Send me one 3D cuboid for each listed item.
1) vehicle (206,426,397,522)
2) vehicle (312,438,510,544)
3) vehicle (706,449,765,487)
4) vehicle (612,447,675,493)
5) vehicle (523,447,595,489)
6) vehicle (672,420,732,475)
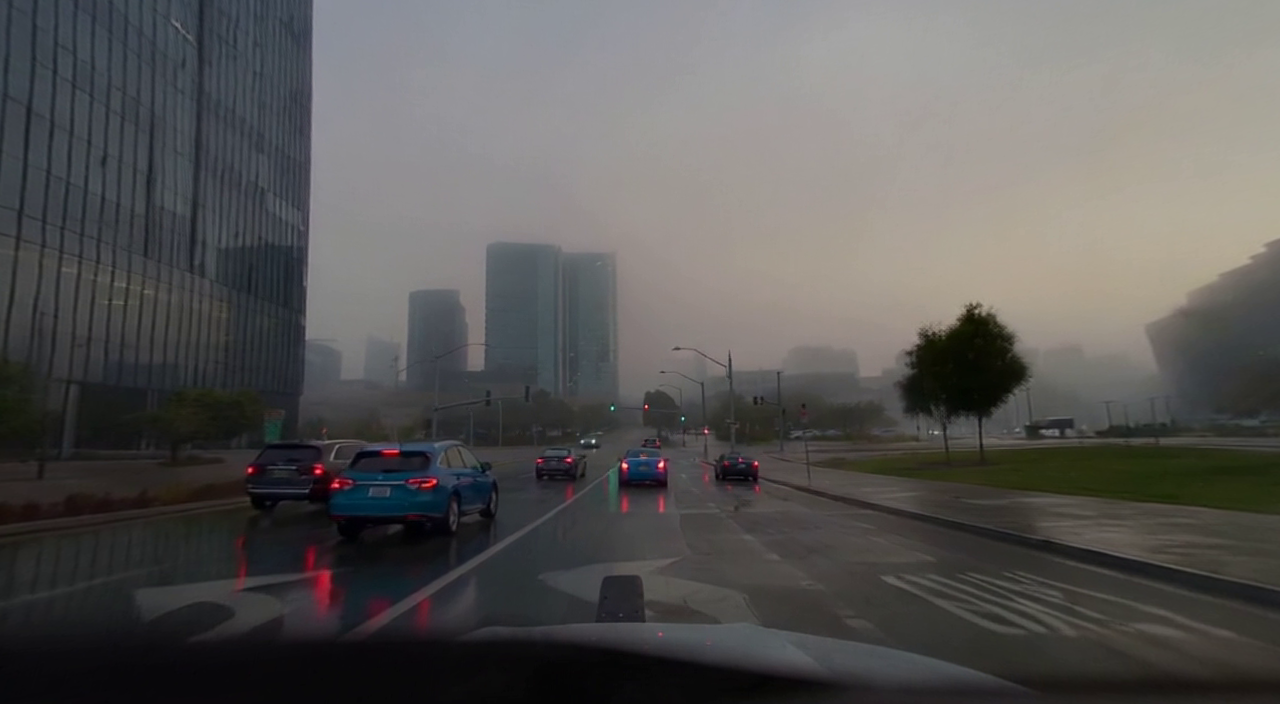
[{"bbox_3d":[-7.134,2.589,13.853,1.902,1.765,3.973,0,-9,1],"label":"vehicle"},{"bbox_3d":[-3.780,2.341,11.314,1.933,1.520,4.195,0,-9,0],"label":"vehicle"},{"bbox_3d":[4.093,5.035,27.679,1.940,1.514,4.187,0,-9,0],"label":"vehicle"},{"bbox_3d":[0.145,4.361,23.700,2.174,1.509,4.374,0,-9,1],"label":"vehicle"},{"bbox_3d":[-3.090,4.537,25.011,2.044,1.508,4.479,0,-9,2],"label":"vehicle"},{"bbox_3d":[4.124,6.834,45.028,3.074,3.316,12.953,0,-9,0],"label":"vehicle"}]
